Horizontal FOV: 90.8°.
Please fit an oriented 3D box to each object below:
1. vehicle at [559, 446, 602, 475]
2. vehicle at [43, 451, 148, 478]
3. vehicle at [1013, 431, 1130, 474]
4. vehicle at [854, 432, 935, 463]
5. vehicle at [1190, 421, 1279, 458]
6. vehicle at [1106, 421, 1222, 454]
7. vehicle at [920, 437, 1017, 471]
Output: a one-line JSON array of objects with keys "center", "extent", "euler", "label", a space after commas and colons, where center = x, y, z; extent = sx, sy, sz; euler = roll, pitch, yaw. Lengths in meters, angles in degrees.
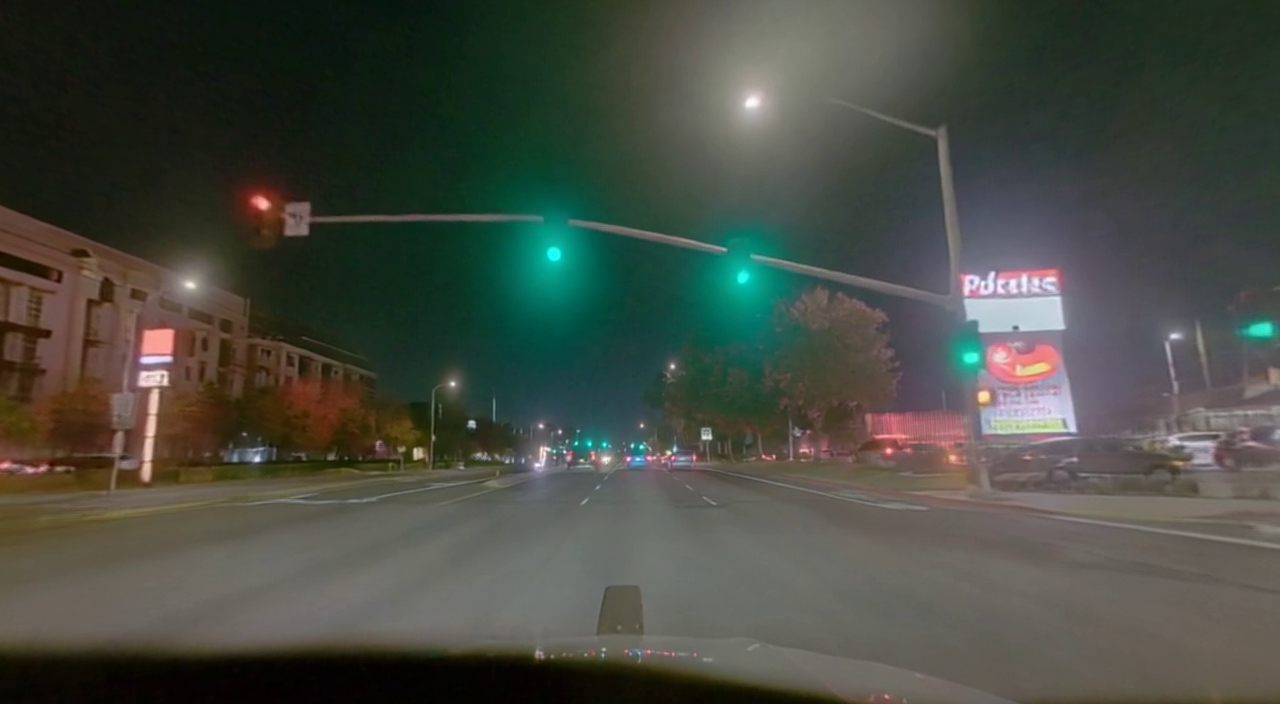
[{"center": [-3.372, 6.226, 36.539], "extent": [2.035, 1.564, 4.702], "euler": [0, -8, 0], "label": "vehicle"}, {"center": [-33.589, 6.937, 39.082], "extent": [4.544, 1.515, 2.218], "euler": [-1, -8, 3], "label": "vehicle"}, {"center": [17.223, 3.993, 25.180], "extent": [4.759, 1.476, 1.911], "euler": [3, -12, -32], "label": "vehicle"}, {"center": [16.570, 6.209, 41.081], "extent": [5.004, 1.893, 2.228], "euler": [5, -10, -32], "label": "vehicle"}, {"center": [29.737, 4.253, 30.525], "extent": [1.972, 1.640, 4.885], "euler": [0, -8, 1], "label": "vehicle"}, {"center": [29.579, 4.930, 35.926], "extent": [2.053, 1.559, 5.138], "euler": [-3, -10, -1], "label": "vehicle"}, {"center": [16.334, 5.027, 31.383], "extent": [4.673, 1.555, 2.010], "euler": [5, -10, -30], "label": "vehicle"}]
